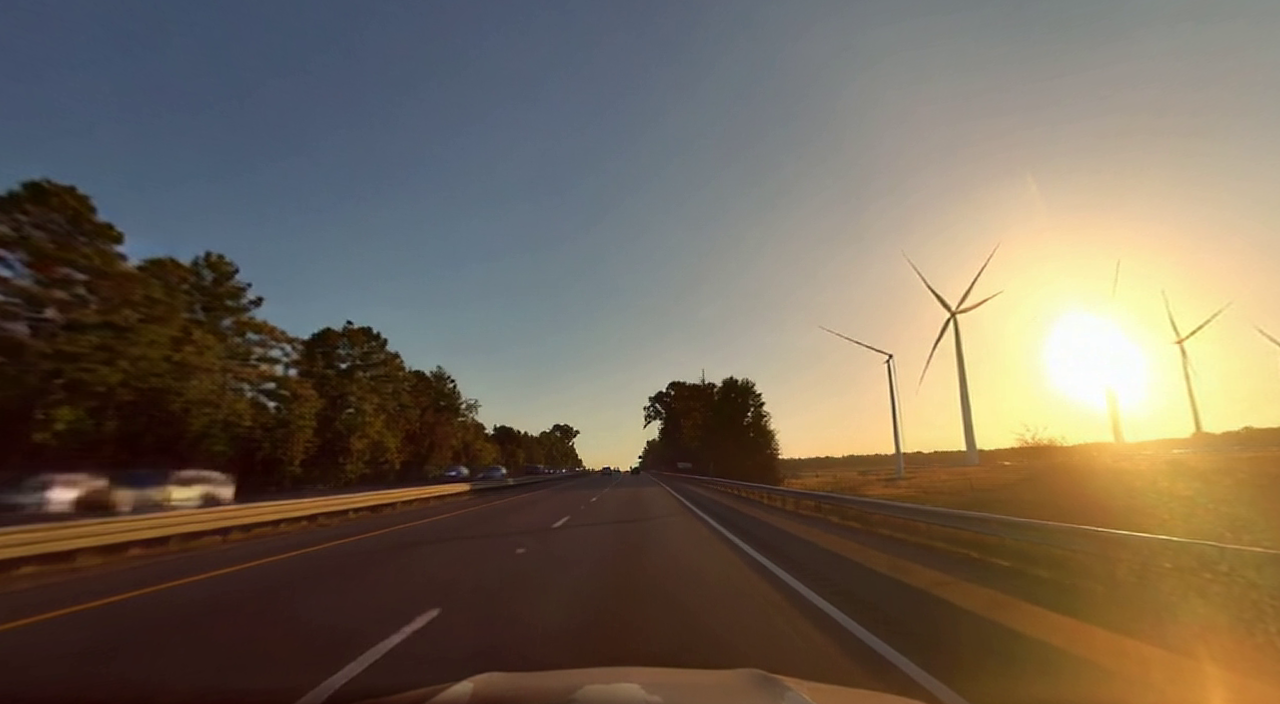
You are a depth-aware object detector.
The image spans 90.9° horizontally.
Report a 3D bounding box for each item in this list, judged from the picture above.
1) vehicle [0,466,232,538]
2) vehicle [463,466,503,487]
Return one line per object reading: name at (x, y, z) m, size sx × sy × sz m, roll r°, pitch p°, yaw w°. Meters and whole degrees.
vehicle at (-12.422, 3.550, 15.401) m, size 1.884 × 1.434 × 4.481 m, roll 1°, pitch -11°, yaw 0°
vehicle at (-12.162, 9.676, 49.013) m, size 1.978 × 1.546 × 4.071 m, roll 1°, pitch -11°, yaw 1°
